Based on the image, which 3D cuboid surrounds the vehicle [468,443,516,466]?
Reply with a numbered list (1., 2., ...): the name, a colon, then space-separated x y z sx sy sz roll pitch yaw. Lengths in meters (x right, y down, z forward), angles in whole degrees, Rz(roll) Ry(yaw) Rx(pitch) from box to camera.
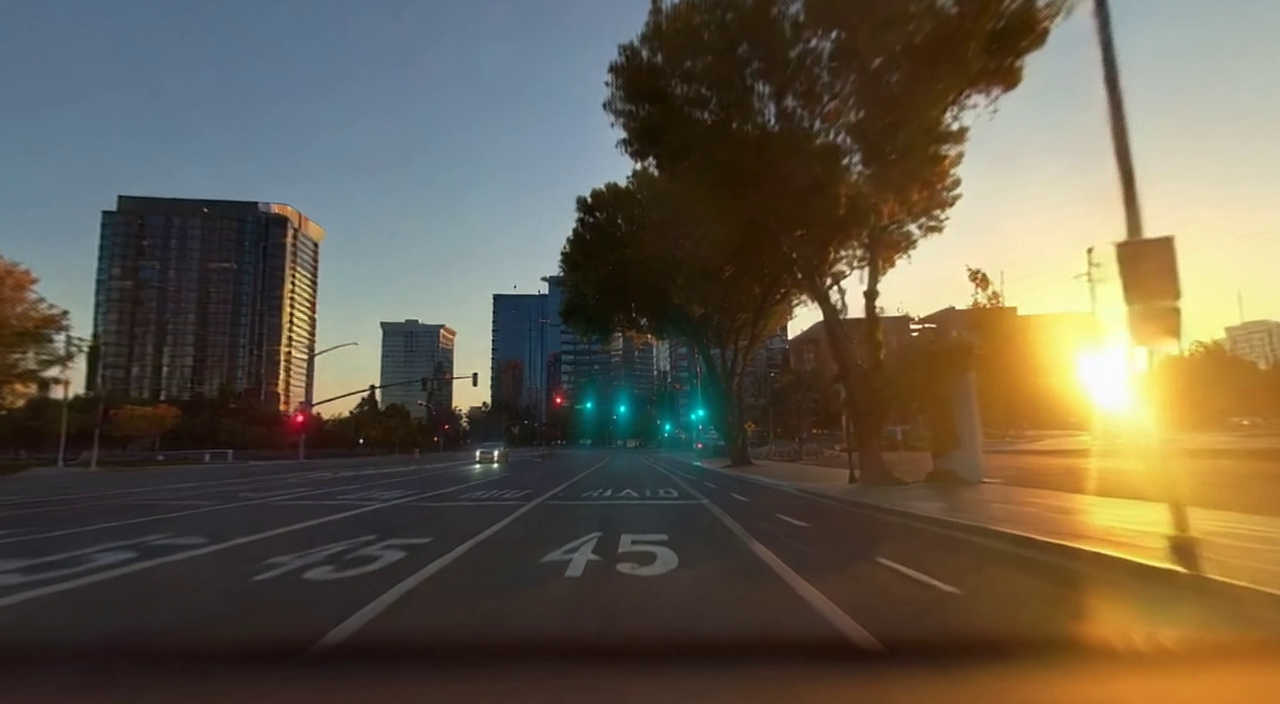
1. vehicle: -9.967 6.930 42.876 2.089 1.390 4.555 0 -8 0
